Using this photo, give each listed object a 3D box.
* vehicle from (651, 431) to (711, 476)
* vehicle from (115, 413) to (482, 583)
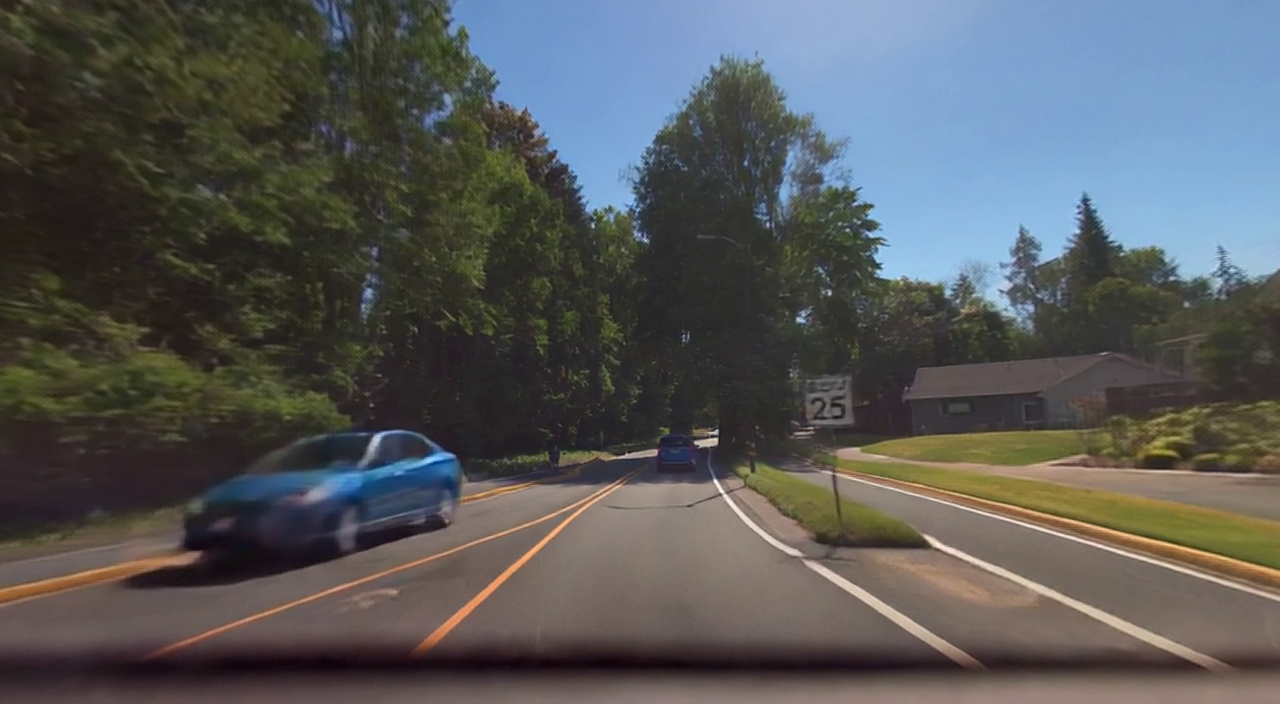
[{"bbox_3d":[1.787,4.212,26.311,2.216,1.708,4.110,-1,-9,7],"label":"vehicle"},{"bbox_3d":[-4.063,1.798,8.673,2.087,1.677,4.467,-1,-9,8],"label":"vehicle"}]
